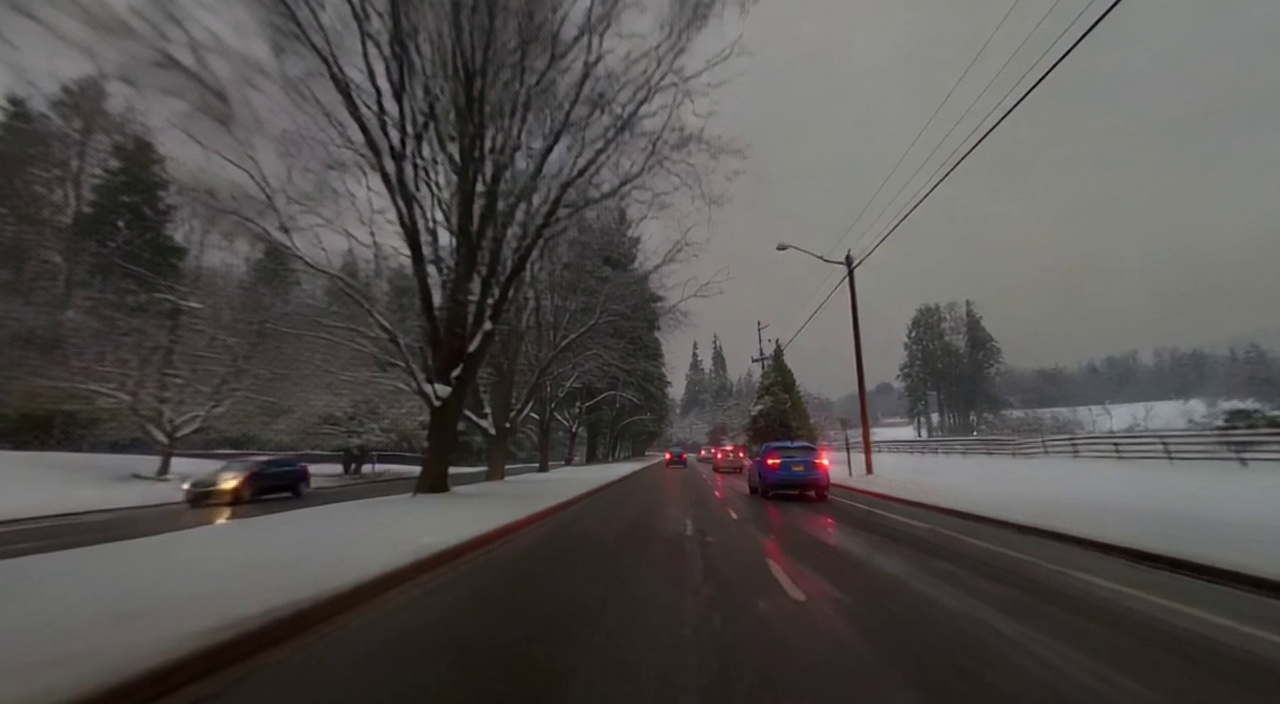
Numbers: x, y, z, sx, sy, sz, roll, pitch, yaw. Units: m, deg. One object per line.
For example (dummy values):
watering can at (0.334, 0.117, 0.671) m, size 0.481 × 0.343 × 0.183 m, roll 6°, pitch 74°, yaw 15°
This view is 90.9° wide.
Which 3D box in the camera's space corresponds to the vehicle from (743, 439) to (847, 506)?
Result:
vehicle at (4.190, 3.293, 17.776) m, size 2.052 × 1.639 × 4.123 m, roll -1°, pitch -8°, yaw 3°

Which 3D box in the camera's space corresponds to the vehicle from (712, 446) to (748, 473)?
vehicle at (6.047, 7.261, 42.789) m, size 2.110 × 1.666 × 3.912 m, roll -1°, pitch -8°, yaw 4°

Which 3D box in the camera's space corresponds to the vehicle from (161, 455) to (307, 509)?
vehicle at (-13.437, 4.291, 21.227) m, size 1.874 × 1.521 × 4.244 m, roll -1°, pitch -8°, yaw 4°
